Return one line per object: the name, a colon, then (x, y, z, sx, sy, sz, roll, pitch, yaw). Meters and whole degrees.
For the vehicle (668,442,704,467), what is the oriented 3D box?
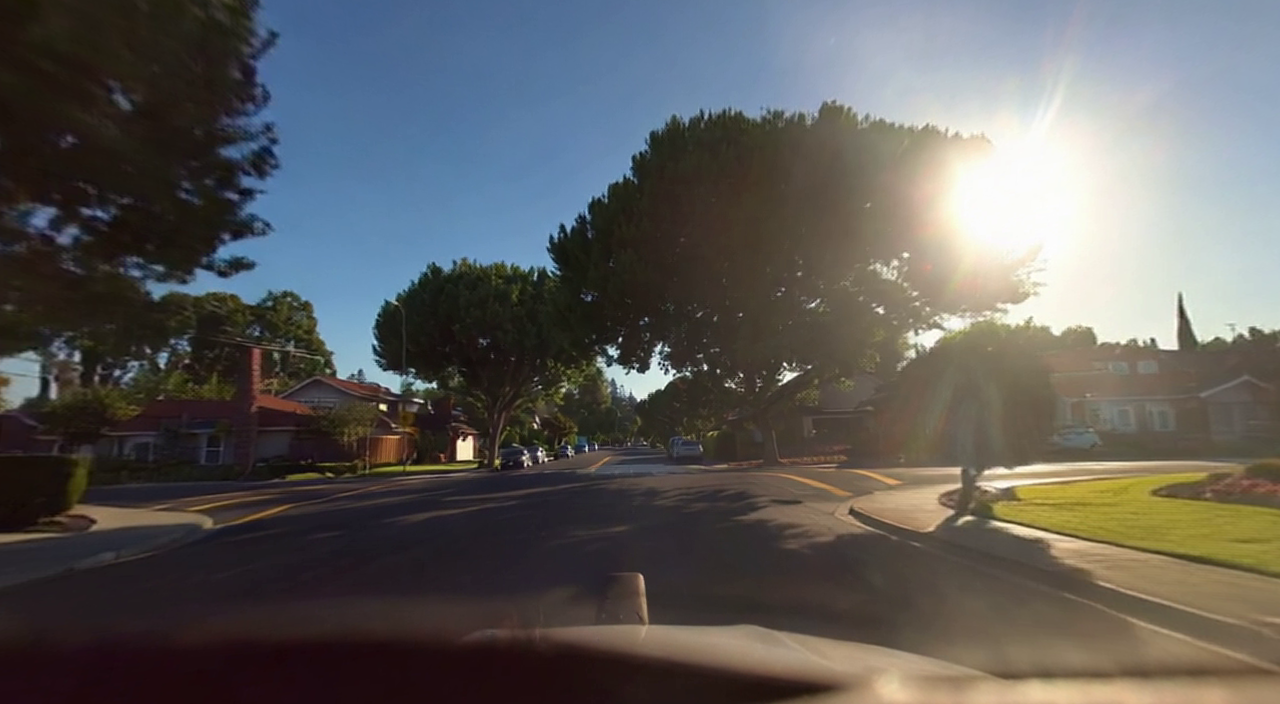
vehicle: (2.925, 6.612, 40.987, 1.881, 1.487, 4.183, 0, -8, -3)
